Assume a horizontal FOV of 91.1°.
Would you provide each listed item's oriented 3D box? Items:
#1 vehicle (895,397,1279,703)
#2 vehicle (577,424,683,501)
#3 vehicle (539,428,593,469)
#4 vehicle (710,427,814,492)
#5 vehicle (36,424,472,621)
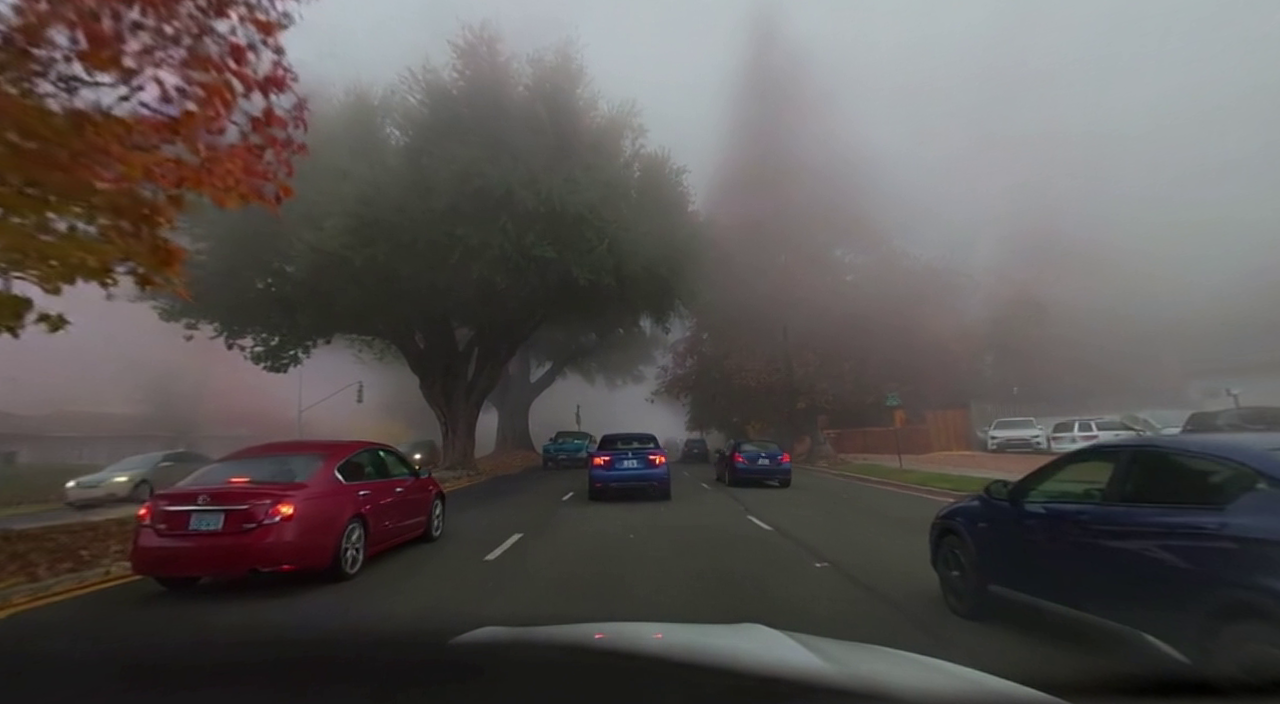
[{"bbox_3d":[3.364,1.074,3.400,2.060,1.474,4.475,0,-8,0],"label":"vehicle"},{"bbox_3d":[-0.236,2.734,15.850,2.293,1.662,4.262,0,-8,-1],"label":"vehicle"},{"bbox_3d":[-3.908,5.232,34.101,2.246,2.062,5.123,0,-8,1],"label":"vehicle"},{"bbox_3d":[3.390,3.096,18.409,2.019,1.675,4.488,0,-8,-2],"label":"vehicle"},{"bbox_3d":[-3.567,1.639,7.120,1.997,1.479,4.547,0,-8,1],"label":"vehicle"}]
